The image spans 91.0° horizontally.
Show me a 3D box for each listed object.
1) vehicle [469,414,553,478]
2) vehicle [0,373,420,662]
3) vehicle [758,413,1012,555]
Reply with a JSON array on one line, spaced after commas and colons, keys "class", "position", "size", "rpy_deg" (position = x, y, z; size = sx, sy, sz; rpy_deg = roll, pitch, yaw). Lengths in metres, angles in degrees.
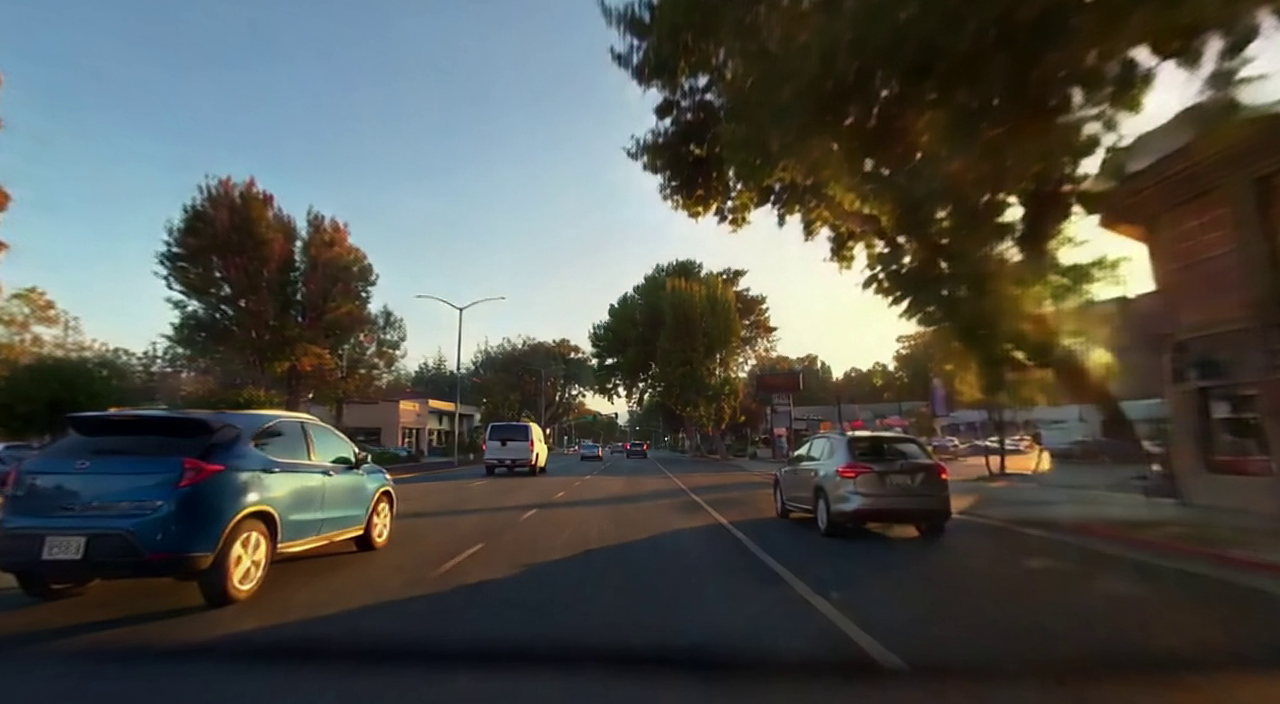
[{"class": "vehicle", "position": [-5.728, 4.323, 29.008], "size": [2.863, 2.592, 6.410], "rpy_deg": [1, -9, -4]}, {"class": "vehicle", "position": [-3.935, 1.322, 6.055], "size": [2.038, 1.748, 4.303], "rpy_deg": [0, -9, 0]}, {"class": "vehicle", "position": [3.584, 2.044, 10.483], "size": [2.167, 1.792, 4.835], "rpy_deg": [0, -9, -1]}]
